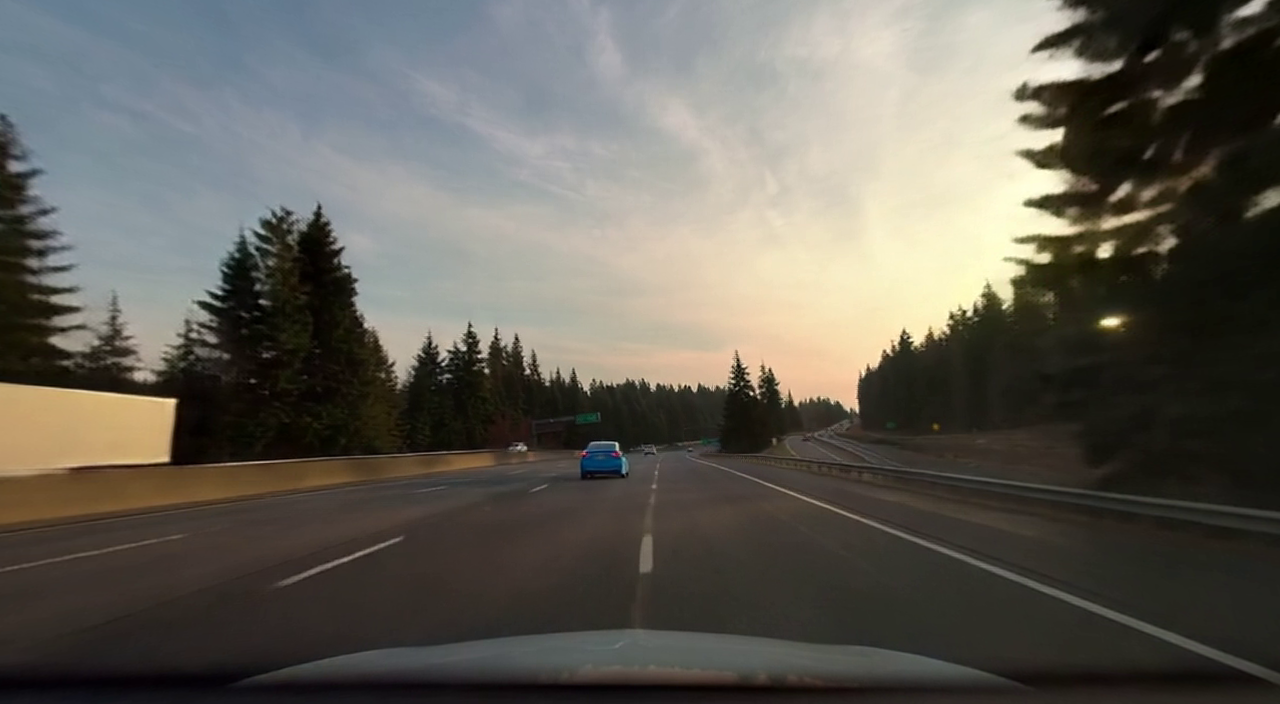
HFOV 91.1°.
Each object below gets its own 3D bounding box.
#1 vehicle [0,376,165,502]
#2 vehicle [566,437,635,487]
[{"bbox_3d":[-22.664,2.673,19.338,2.972,4.100,16.483,-1,-8,1],"label":"vehicle"},{"bbox_3d":[-1.380,4.083,23.702,2.133,1.686,4.203,-1,-8,2],"label":"vehicle"}]
